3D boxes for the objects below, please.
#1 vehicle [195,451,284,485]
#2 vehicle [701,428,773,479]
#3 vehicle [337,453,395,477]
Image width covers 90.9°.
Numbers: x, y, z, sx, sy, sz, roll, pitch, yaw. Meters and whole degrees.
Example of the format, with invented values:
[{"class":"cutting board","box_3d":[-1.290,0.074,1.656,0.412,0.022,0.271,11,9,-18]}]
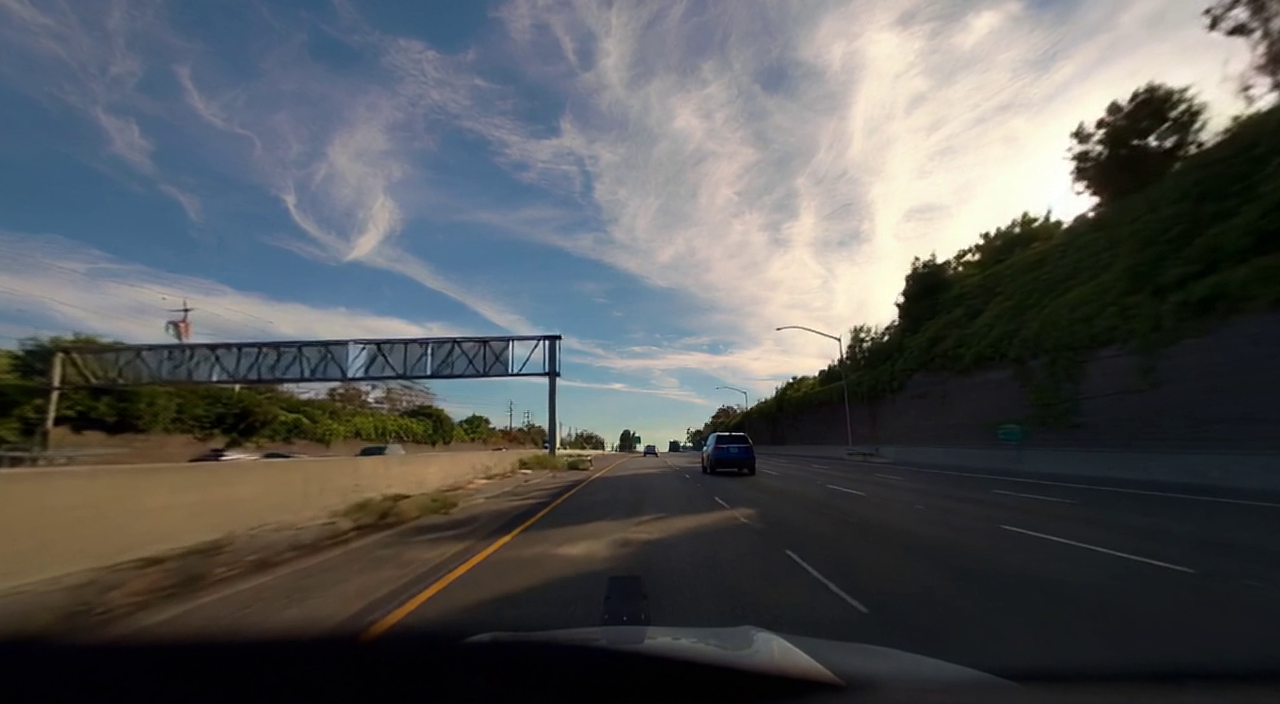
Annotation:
[{"class":"vehicle","box_3d":[-22.864,6.612,36.255,1.948,1.729,4.767,0,-8,1]},{"class":"vehicle","box_3d":[3.715,3.986,25.073,2.120,1.832,4.287,0,-8,-1]},{"class":"vehicle","box_3d":[-18.888,7.790,43.746,1.957,1.474,4.535,0,-8,1]}]
